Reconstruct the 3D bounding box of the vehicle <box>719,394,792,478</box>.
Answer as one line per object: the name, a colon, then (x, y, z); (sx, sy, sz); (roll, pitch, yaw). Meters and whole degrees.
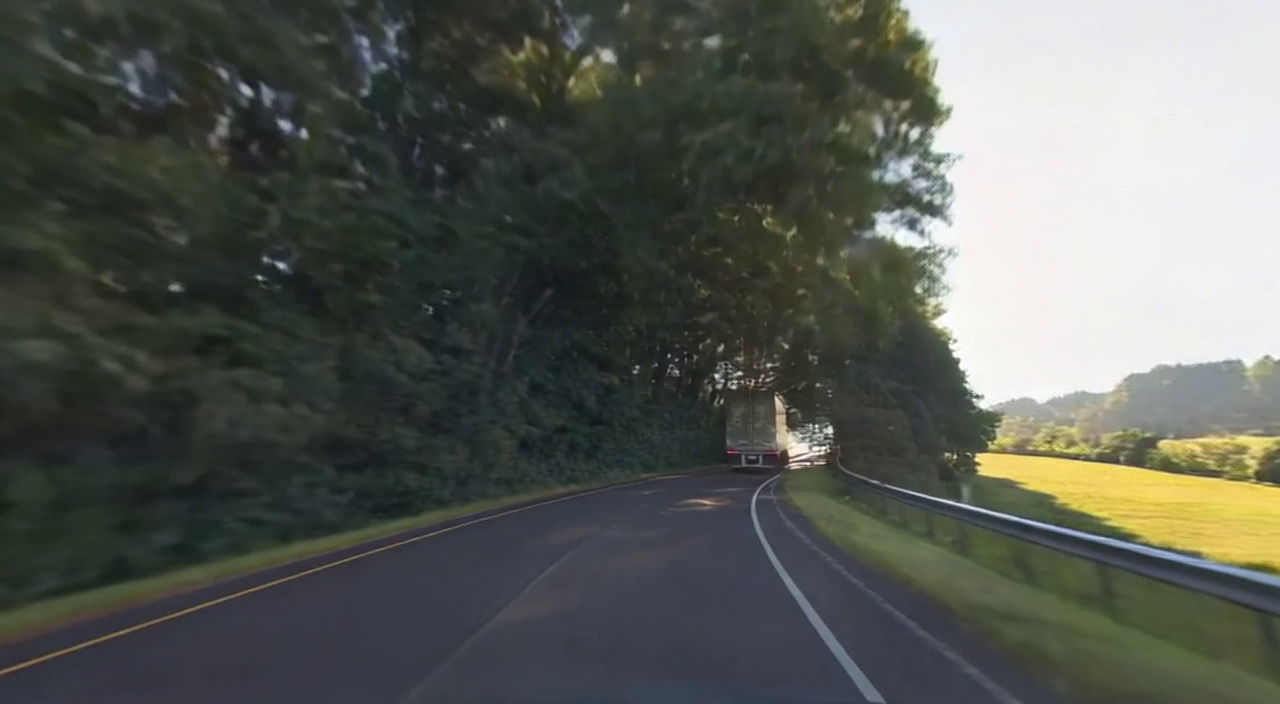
vehicle: (7.447, 5.306, 38.704); (3.087, 4.178, 13.682); (-3, -9, 15)
